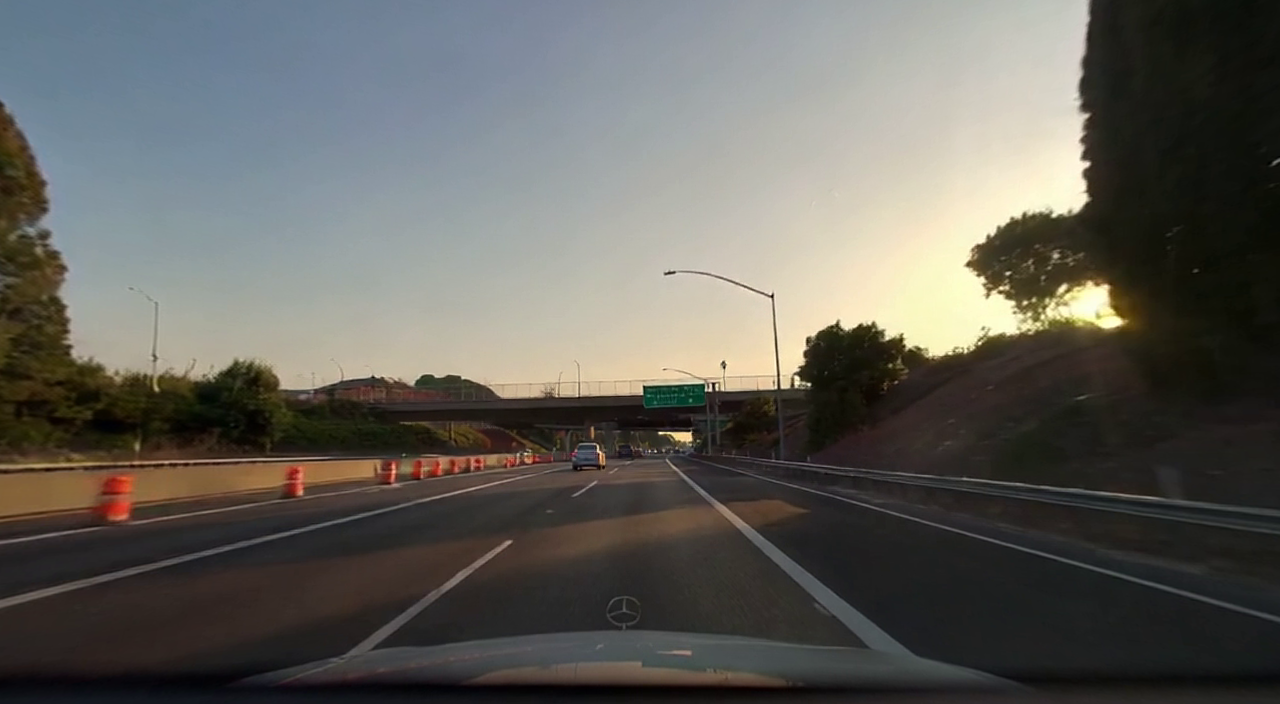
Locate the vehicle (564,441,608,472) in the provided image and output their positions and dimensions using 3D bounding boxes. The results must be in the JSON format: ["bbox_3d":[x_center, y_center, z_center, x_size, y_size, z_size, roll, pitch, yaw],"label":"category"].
[{"bbox_3d":[-3.010,5.900,35.682,2.078,1.629,4.059,-1,-8,1],"label":"vehicle"}]
